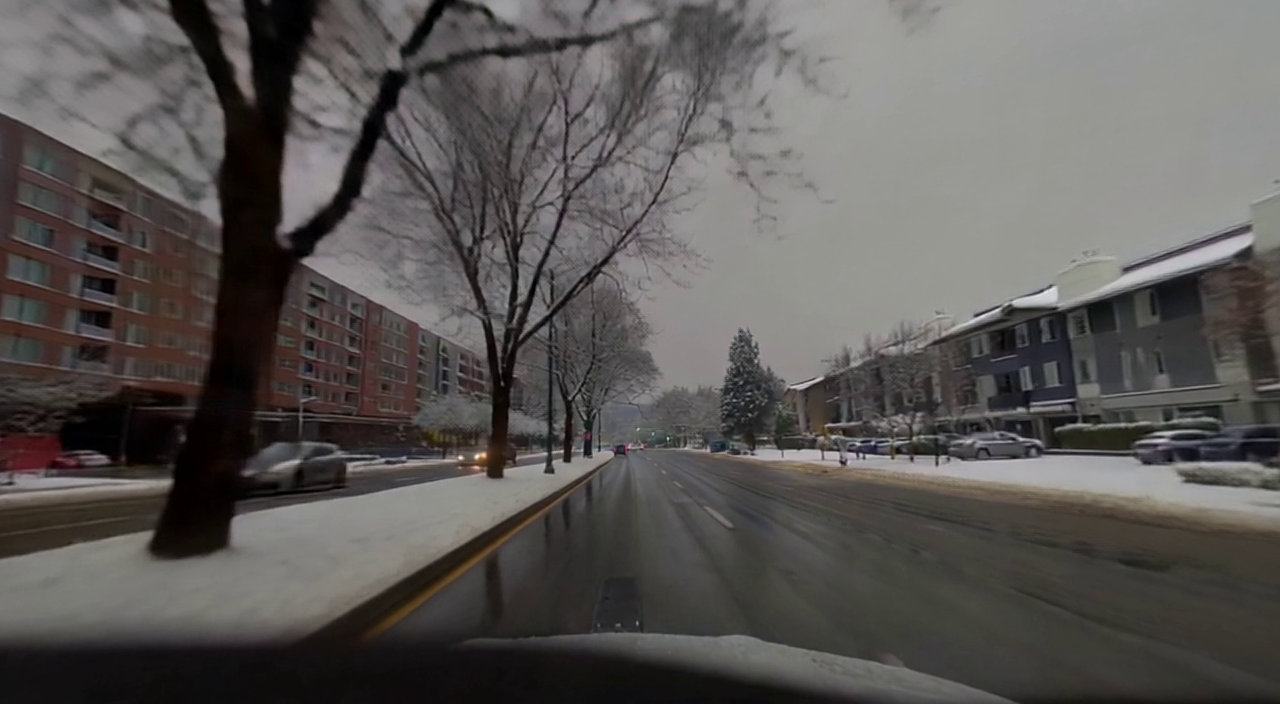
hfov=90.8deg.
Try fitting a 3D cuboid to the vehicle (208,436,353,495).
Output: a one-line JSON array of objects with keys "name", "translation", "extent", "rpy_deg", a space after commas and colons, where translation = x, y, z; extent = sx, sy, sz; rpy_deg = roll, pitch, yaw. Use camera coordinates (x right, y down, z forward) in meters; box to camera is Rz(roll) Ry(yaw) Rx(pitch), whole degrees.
[{"name": "vehicle", "translation": [-12.218, 3.870, 21.952], "extent": [2.250, 1.788, 4.684], "rpy_deg": [0, -9, 0]}]

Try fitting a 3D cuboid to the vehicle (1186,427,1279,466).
[{"name": "vehicle", "translation": [25.916, 3.961, 26.559], "extent": [4.068, 1.546, 2.017], "rpy_deg": [1, -8, -4]}]

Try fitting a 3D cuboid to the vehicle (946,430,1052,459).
[{"name": "vehicle", "translation": [22.480, 5.834, 39.659], "extent": [5.320, 1.722, 2.651], "rpy_deg": [2, -9, -15]}]

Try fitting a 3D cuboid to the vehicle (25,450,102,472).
[{"name": "vehicle", "translation": [-45.033, 8.481, 49.363], "extent": [4.235, 1.611, 2.127], "rpy_deg": [8, -12, -44]}]
